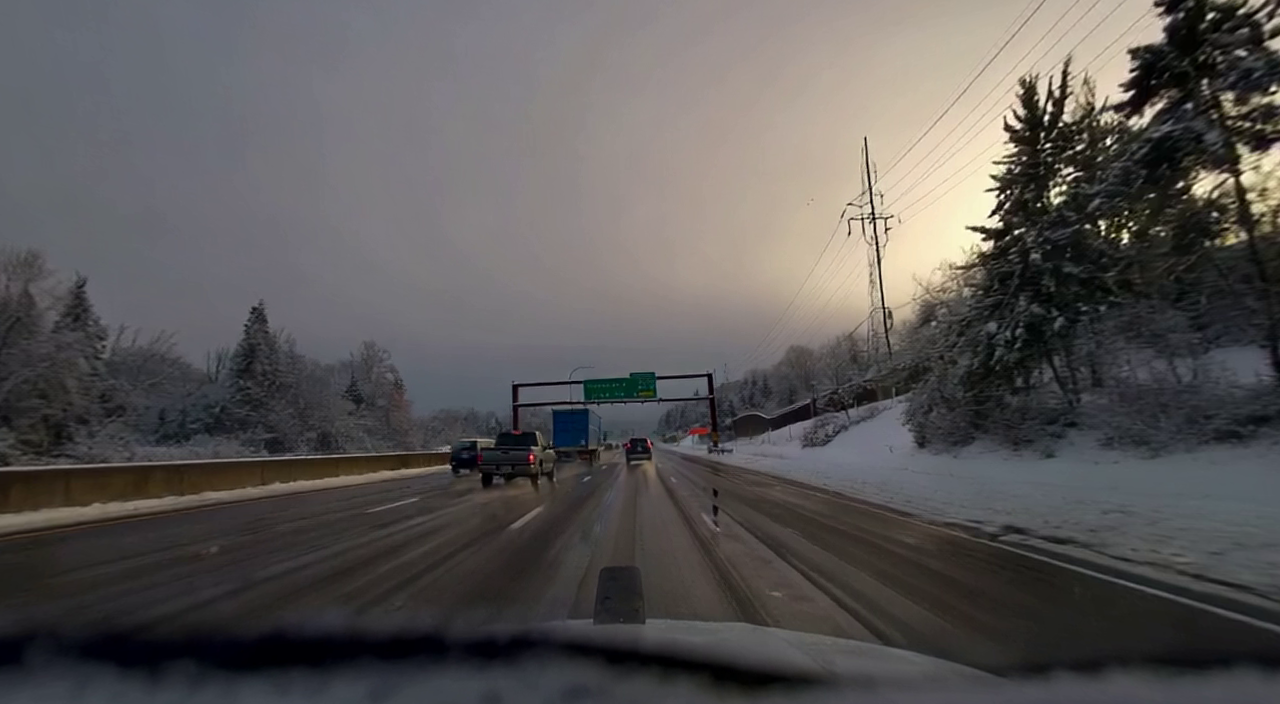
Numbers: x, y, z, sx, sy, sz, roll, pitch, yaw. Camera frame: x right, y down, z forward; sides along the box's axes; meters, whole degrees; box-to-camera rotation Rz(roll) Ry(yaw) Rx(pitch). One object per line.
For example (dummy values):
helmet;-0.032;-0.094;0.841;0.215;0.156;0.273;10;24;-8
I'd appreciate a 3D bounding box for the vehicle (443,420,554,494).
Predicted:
vehicle;-3.902;2.998;18.269;2.109;1.840;4.614;0;-9;0

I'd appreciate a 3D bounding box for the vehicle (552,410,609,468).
vehicle;-3.677;5.786;41.492;2.956;3.331;9.575;0;-9;-1

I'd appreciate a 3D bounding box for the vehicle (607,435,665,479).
vehicle;-0.158;4.285;25.970;2.178;1.640;4.071;0;-9;0
